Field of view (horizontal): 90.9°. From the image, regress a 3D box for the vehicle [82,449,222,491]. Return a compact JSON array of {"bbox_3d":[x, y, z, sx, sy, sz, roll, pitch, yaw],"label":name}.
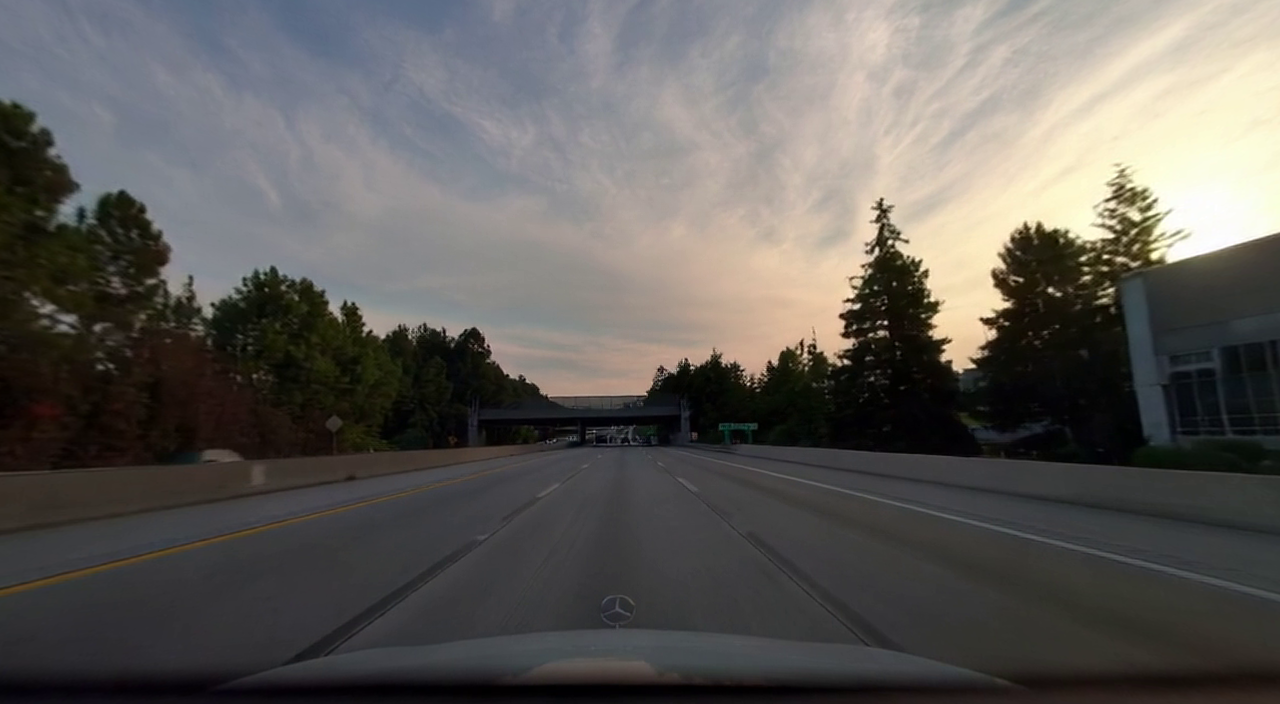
[{"bbox_3d":[-20.223,4.869,26.463,2.153,1.522,4.717,0,-8,-1],"label":"vehicle"}]
